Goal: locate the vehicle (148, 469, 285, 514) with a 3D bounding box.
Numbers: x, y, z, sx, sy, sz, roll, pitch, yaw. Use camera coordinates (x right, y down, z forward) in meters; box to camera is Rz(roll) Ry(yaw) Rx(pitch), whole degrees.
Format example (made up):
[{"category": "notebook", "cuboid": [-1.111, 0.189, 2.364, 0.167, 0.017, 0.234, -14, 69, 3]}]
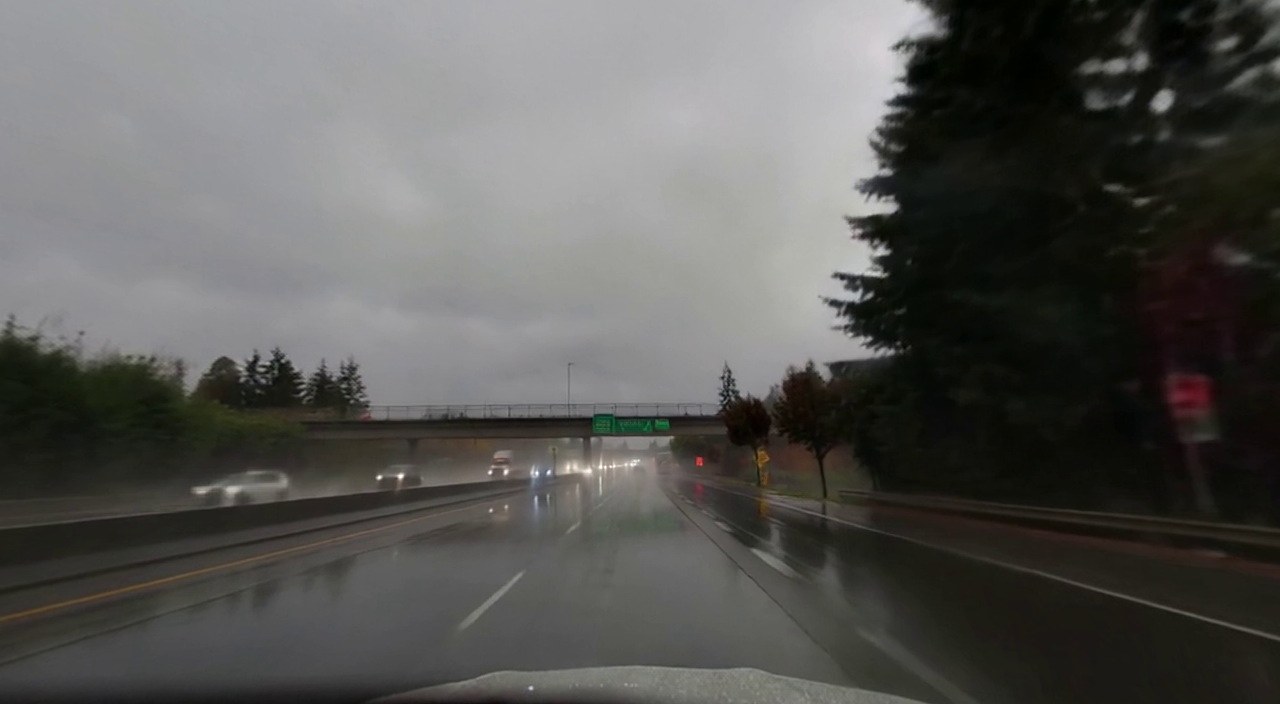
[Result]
[{"category": "vehicle", "cuboid": [-16.229, 5.348, 24.503, 1.966, 1.490, 4.753, 1, -10, 0]}]
